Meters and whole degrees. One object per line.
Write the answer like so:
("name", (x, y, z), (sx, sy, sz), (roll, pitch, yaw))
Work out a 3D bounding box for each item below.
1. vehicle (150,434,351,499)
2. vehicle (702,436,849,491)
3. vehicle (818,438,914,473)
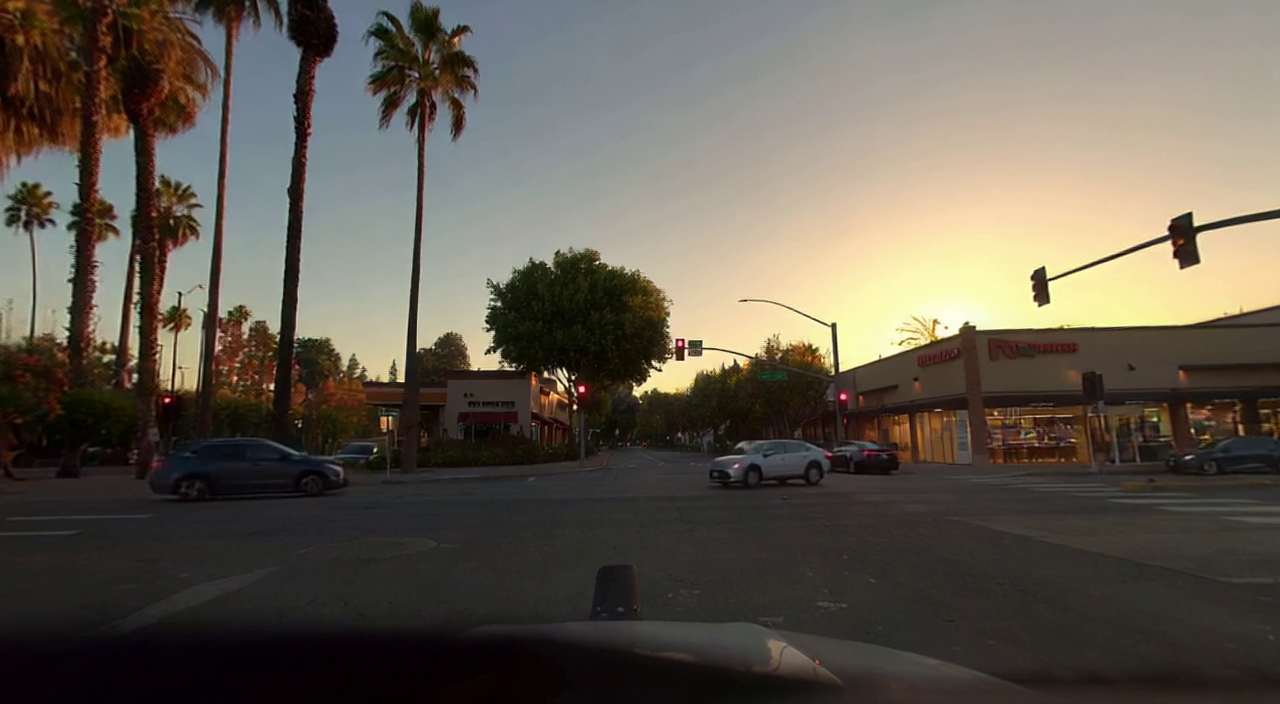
("vehicle", (-10.936, 3.237, 18.153), (4.603, 1.653, 1.999), (4, -9, -25))
("vehicle", (4.136, 3.361, 19.268), (4.035, 1.512, 1.828), (4, -9, -22))
("vehicle", (10.850, 4.973, 30.364), (3.826, 1.572, 1.890), (-8, -11, 42))
